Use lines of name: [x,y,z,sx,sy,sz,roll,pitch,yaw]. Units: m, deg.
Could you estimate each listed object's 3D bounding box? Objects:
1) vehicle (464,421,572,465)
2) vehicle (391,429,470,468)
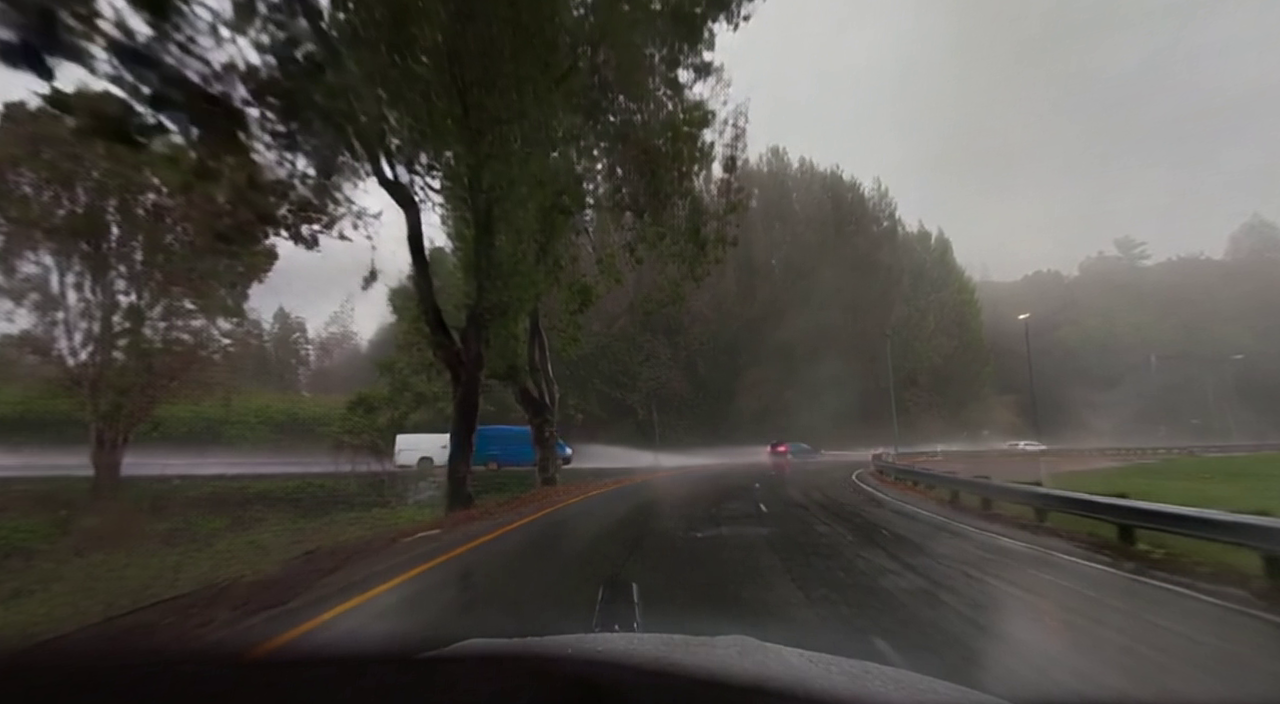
vehicle: [-8.645,6.504,45.003,7.155,2.942,2.420,3,-8,-23]
vehicle: [-14.220,6.529,42.766,4.784,2.535,2.203,3,-8,-22]
